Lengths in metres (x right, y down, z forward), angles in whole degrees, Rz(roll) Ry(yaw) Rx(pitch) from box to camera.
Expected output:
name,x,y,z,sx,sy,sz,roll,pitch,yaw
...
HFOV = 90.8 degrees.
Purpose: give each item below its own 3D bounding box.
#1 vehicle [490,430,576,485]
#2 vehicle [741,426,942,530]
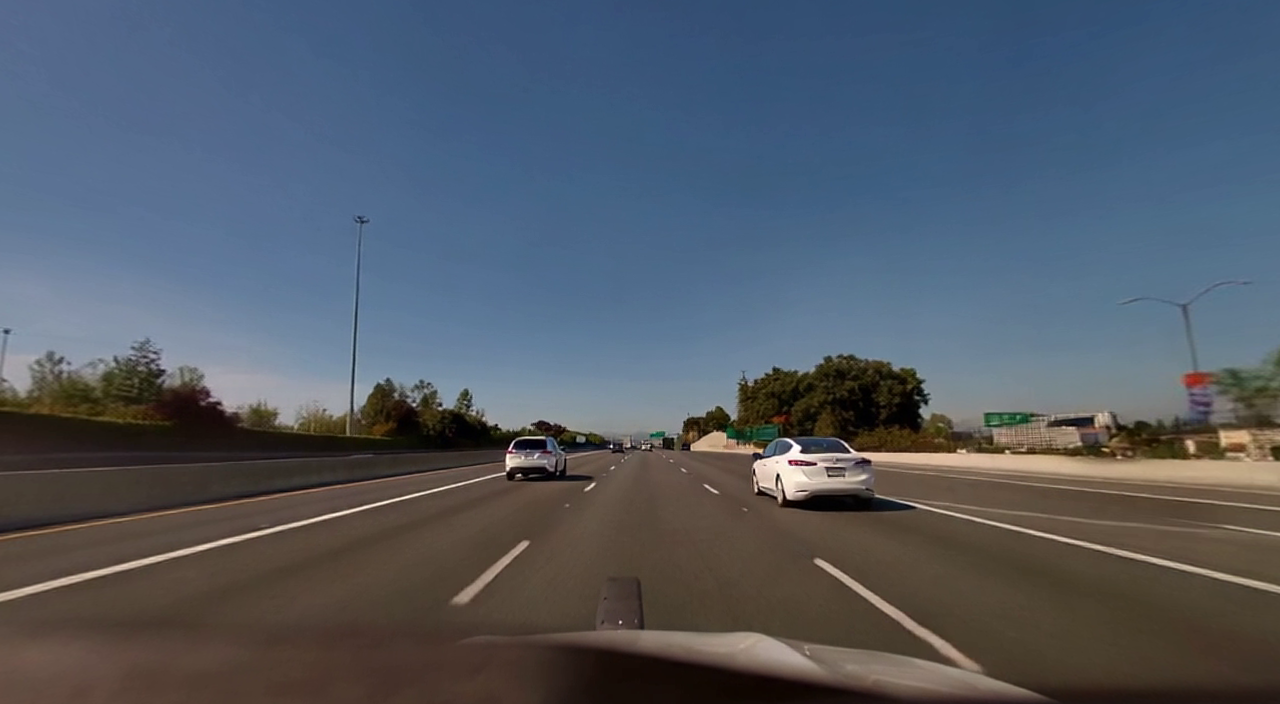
name,x,y,z,sx,sy,sz,roll,pitch,yaw
vehicle,-3.689,3.738,22.650,2.193,1.746,4.512,0,-8,1
vehicle,3.450,2.276,12.083,2.107,1.550,4.949,0,-8,-1
